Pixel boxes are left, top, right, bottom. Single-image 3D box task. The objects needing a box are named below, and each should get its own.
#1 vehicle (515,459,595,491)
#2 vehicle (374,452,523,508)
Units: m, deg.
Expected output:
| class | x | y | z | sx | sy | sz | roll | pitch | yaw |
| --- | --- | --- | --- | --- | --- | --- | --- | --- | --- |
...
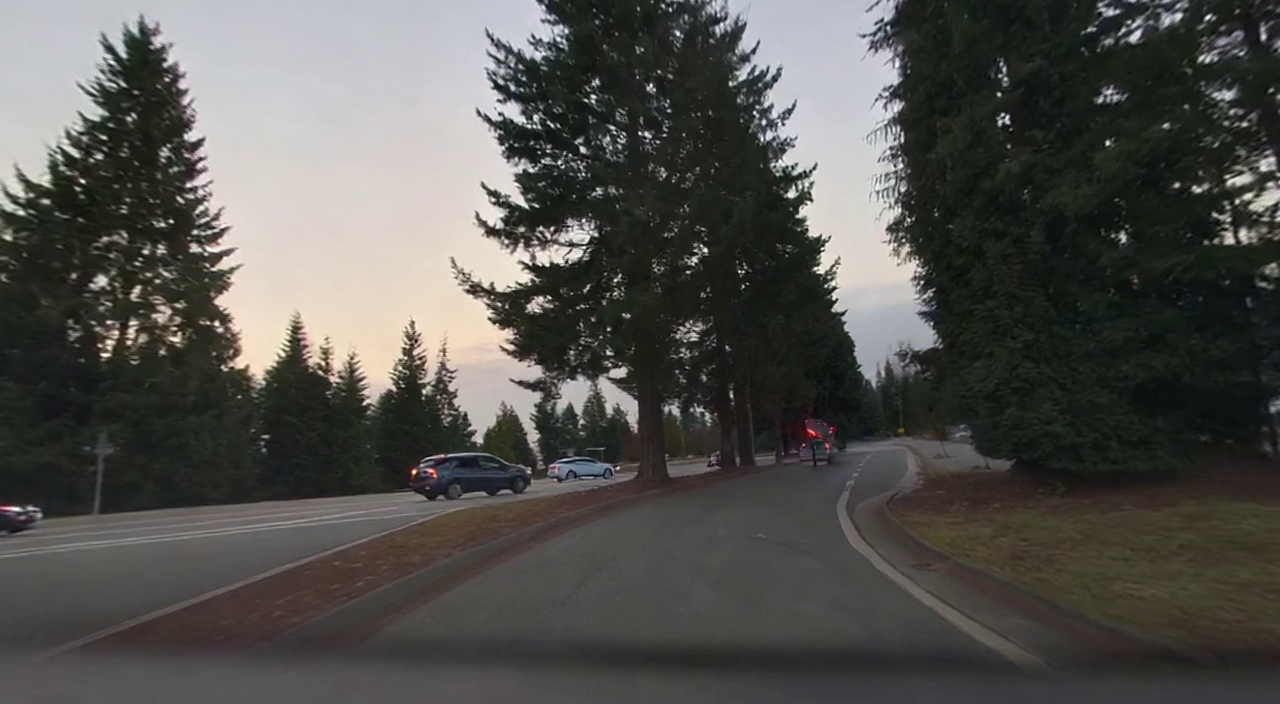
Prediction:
| class | x | y | z | sx | sy | sz | roll | pitch | yaw |
| --- | --- | --- | --- | --- | --- | --- | --- | --- | --- |
| vehicle | -4.442 | 6.538 | 33.872 | 1.829 | 1.470 | 4.460 | -6 | -10 | 31 |
| vehicle | -6.629 | 4.435 | 22.520 | 2.049 | 1.699 | 4.860 | -6 | -10 | 32 |
